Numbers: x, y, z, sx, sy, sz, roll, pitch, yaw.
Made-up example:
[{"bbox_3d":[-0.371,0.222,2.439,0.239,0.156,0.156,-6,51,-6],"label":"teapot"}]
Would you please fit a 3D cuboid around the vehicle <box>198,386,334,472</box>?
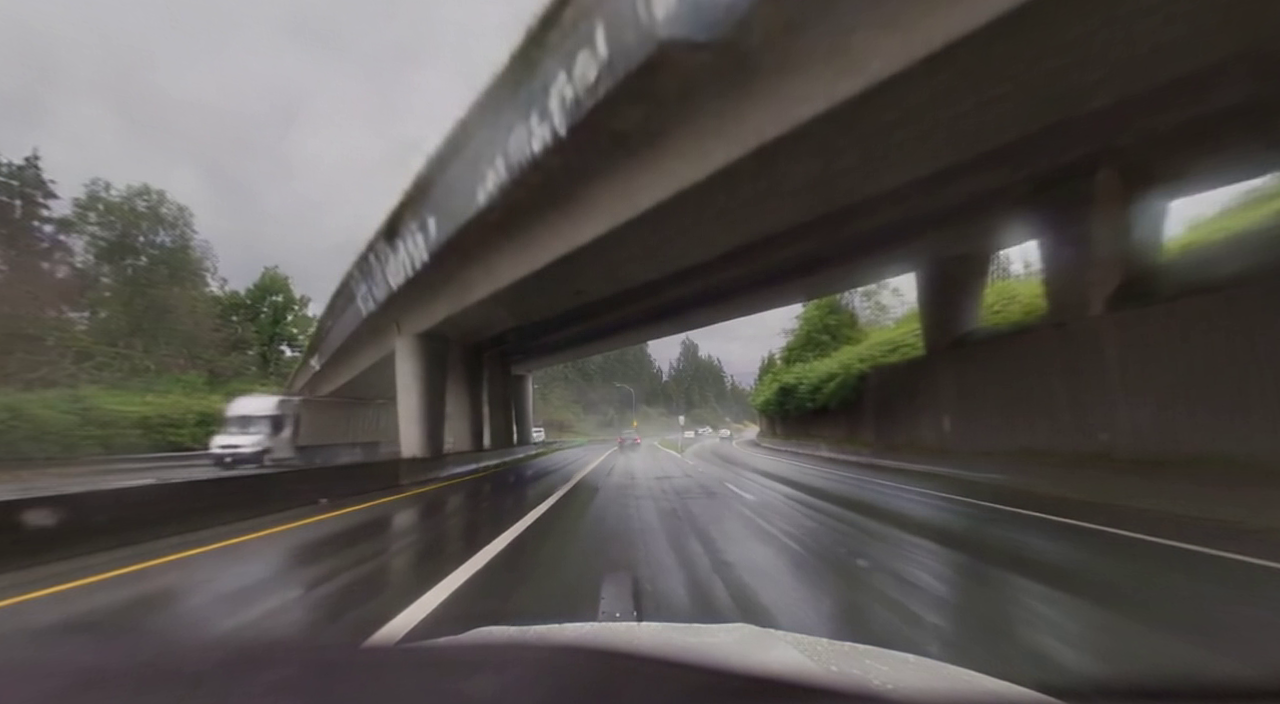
[{"bbox_3d":[-18.654,3.939,32.019,3.004,3.917,6.228,0,-8,-1],"label":"vehicle"}]
